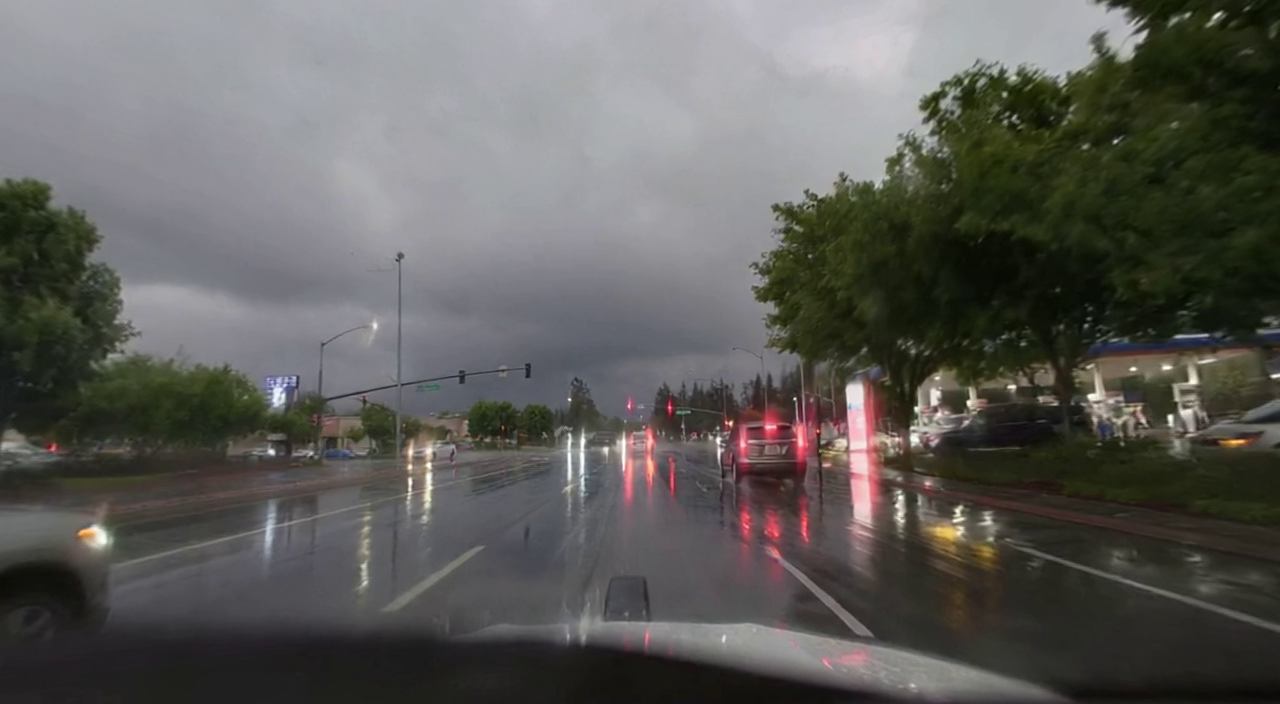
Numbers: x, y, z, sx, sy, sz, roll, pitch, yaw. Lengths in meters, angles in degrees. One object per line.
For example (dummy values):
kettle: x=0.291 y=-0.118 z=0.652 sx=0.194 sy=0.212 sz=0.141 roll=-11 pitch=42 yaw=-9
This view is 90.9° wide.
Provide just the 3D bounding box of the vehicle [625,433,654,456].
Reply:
vehicle: x=0.003 y=7.099 z=48.263 sx=2.067 sy=1.702 sz=3.987 roll=0 pitch=-8 yaw=1

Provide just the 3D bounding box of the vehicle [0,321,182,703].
vehicle: x=-3.767 y=0.585 z=1.360 sx=2.047 sy=1.810 sz=4.589 roll=0 pitch=-8 yaw=0

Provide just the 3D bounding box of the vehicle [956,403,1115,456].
vehicle: x=15.783 y=3.129 z=25.376 sx=4.864 sy=2.023 sz=2.132 roll=0 pitch=-8 yaw=1

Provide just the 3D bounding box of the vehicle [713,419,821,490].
vehicle: x=3.448 y=2.889 z=18.030 sx=2.083 sy=1.779 sz=4.347 roll=0 pitch=-8 yaw=-1

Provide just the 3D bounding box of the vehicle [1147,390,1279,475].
vehicle: x=15.677 y=1.906 z=14.806 sx=5.717 sy=1.809 sz=2.161 roll=0 pitch=-8 yaw=-3

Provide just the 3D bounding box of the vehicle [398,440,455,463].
vehicle: x=-16.442 y=7.689 z=48.792 sx=1.883 sy=1.623 sz=4.588 roll=-3 pitch=-9 yaw=16
